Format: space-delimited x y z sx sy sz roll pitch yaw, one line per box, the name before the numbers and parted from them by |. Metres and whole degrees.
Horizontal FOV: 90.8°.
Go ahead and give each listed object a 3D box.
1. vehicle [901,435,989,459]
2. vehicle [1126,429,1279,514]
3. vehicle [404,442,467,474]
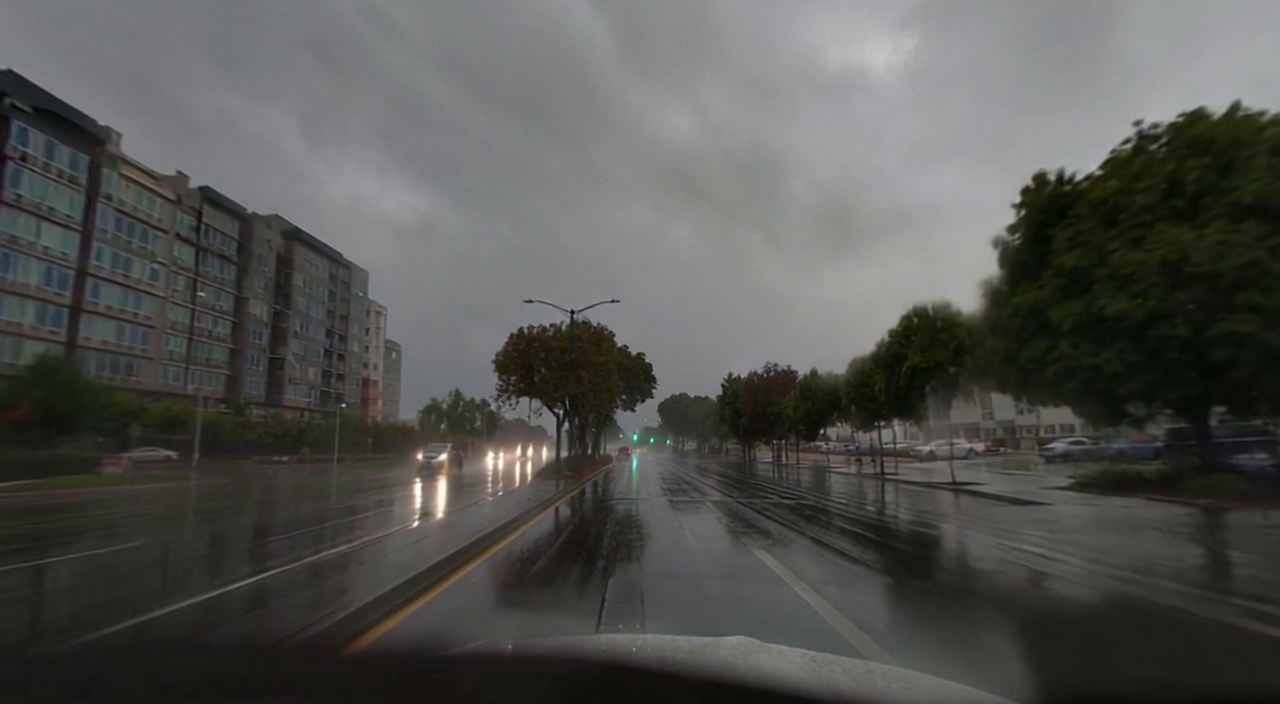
vehicle | 22.540 7.045 46.788 5.320 1.722 2.651 2 -9 -15
vehicle | 14.901 2.812 15.189 4.761 1.832 2.201 1 -9 -7
vehicle | -12.323 6.417 38.475 2.250 1.788 4.684 0 -9 0
